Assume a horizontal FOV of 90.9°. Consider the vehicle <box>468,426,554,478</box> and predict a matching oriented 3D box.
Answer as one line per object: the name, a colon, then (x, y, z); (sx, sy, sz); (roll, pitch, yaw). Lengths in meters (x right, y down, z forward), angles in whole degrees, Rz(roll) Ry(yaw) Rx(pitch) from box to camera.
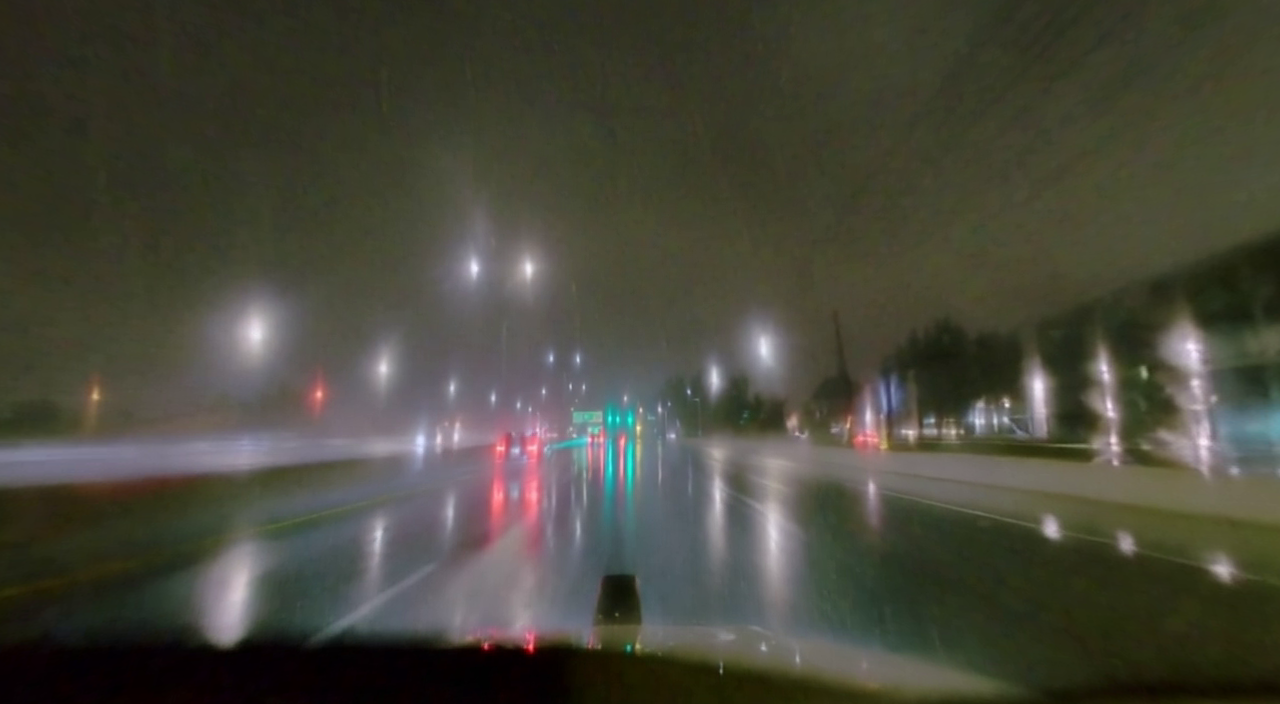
vehicle: (-4.256, 3.369, 21.547); (2.062, 1.591, 4.156); (0, -8, 0)
